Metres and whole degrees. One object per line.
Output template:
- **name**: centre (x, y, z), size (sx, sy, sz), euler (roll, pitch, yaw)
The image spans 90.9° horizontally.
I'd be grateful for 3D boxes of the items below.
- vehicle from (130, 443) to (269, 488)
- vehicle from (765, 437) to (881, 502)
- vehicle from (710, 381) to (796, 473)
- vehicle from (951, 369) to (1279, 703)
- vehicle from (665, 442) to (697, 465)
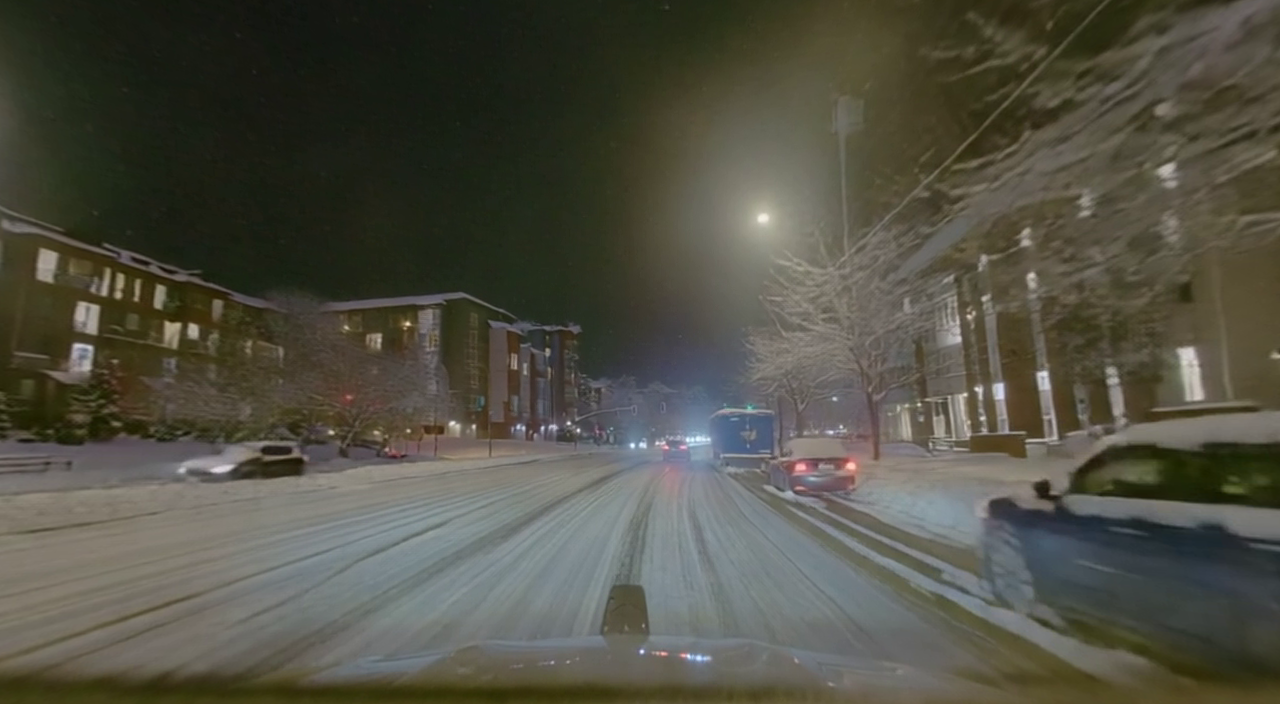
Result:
- **vehicle**: centre (-16.255, 4.184, 23.601), size (1.849, 1.488, 4.394), euler (-1, -8, 4)
- **vehicle**: centre (4.614, 3.012, 16.660), size (1.884, 1.472, 4.650), euler (-1, -8, 3)
- **vehicle**: centre (5.622, 4.246, 34.123), size (3.157, 3.982, 13.307), euler (-1, -8, 4)
- **vehicle**: centre (3.739, 0.968, 3.044), size (2.121, 1.659, 4.675), euler (0, -8, 1)
- **vehicle**: centre (2.673, 6.430, 40.257), size (1.871, 1.370, 4.206), euler (-1, -8, 6)
